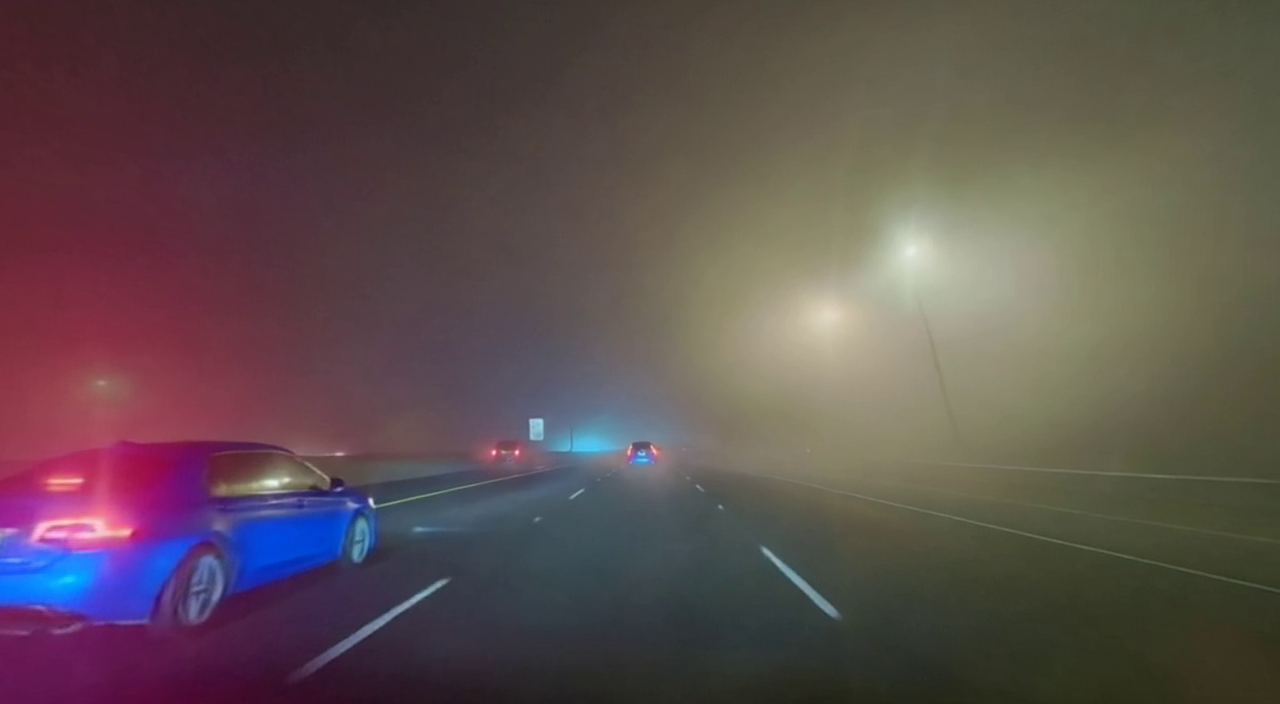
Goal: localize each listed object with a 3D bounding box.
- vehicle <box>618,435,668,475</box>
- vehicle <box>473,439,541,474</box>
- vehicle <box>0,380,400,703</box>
[{"bbox_3d":[0.169,4.749,29.014,2.155,1.690,4.318,0,-9,1],"label":"vehicle"},{"bbox_3d":[-6.251,4.984,30.070,1.994,1.519,4.668,0,-9,3],"label":"vehicle"},{"bbox_3d":[-3.948,1.259,5.016,2.124,1.607,4.531,0,-9,2],"label":"vehicle"}]
